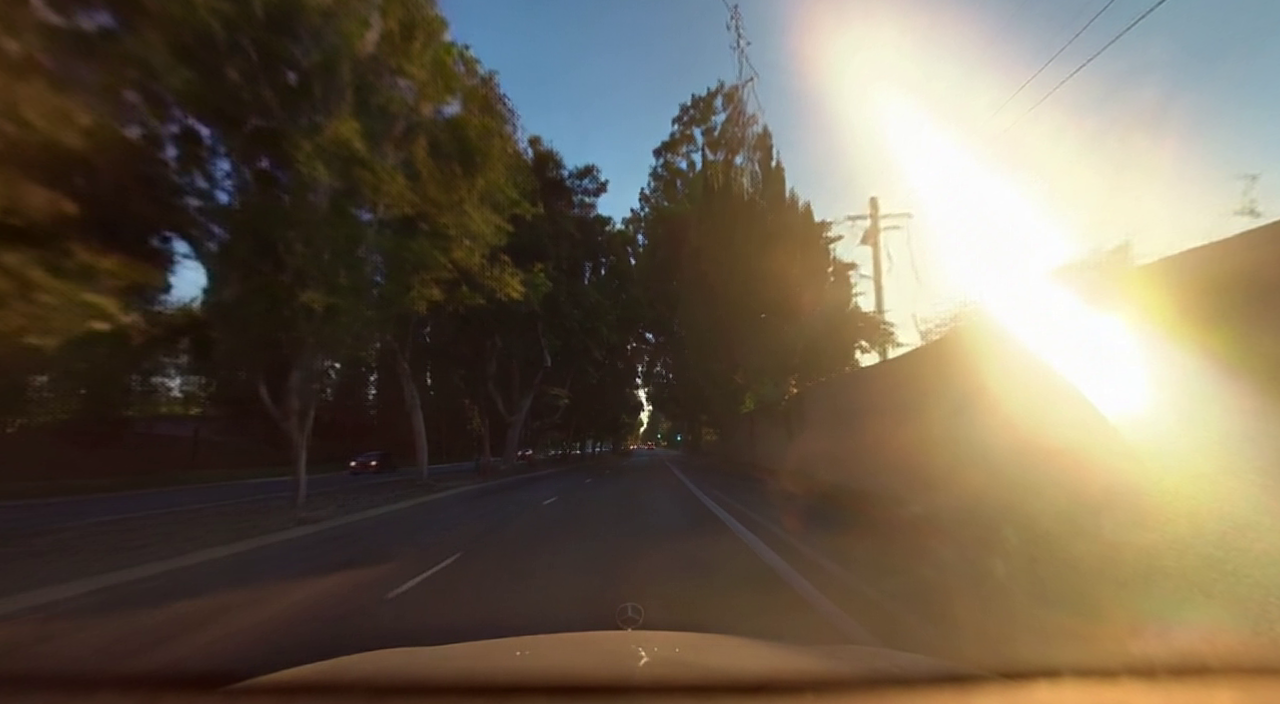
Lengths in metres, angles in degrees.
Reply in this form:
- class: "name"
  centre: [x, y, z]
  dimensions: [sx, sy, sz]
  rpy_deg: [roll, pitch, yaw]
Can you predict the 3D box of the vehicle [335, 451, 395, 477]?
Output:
- class: "vehicle"
  centre: [-18.104, 7.380, 41.757]
  dimensions: [1.930, 1.608, 4.414]
  rpy_deg: [0, -8, 0]
